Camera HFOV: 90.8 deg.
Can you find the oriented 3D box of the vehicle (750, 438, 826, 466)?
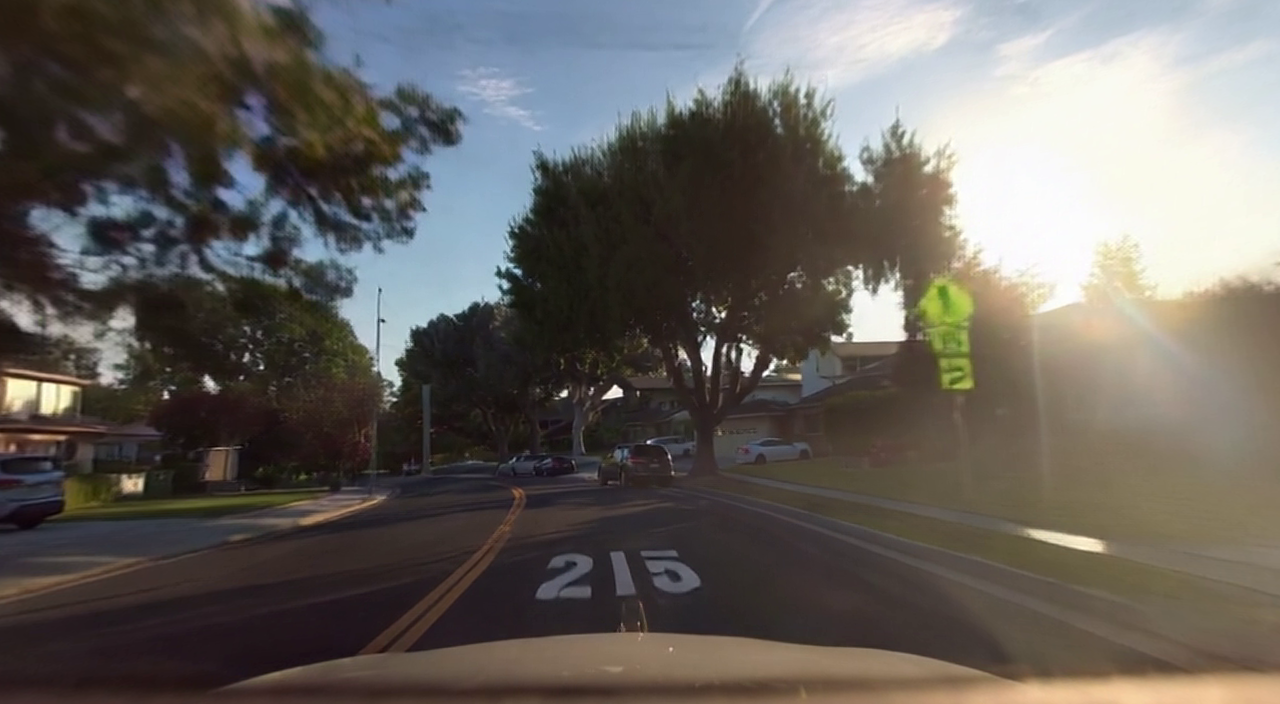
[{"bbox_3d":[8.500,5.691,36.084,4.253,1.458,1.900,6,-11,-37],"label":"vehicle"}]

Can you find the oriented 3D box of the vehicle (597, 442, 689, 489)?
[{"bbox_3d":[-0.059,4.091,23.201,2.181,1.494,5.023,1,-9,-14],"label":"vehicle"}]

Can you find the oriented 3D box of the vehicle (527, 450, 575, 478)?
[{"bbox_3d":[-5.898,7.318,41.439,1.965,1.663,4.744,3,-9,-22],"label":"vehicle"}]

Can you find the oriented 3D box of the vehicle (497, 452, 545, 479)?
[{"bbox_3d":[-9.170,8.601,48.223,2.180,1.849,5.423,4,-9,-26],"label":"vehicle"}]

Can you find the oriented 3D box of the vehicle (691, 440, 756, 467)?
[{"bbox_3d":[5.332,6.398,40.142,4.157,1.431,1.753,4,-8,-41],"label":"vehicle"}]

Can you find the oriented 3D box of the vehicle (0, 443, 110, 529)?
[{"bbox_3d":[-13.736,2.610,12.337,4.664,1.580,1.973,2,-9,-18],"label":"vehicle"}]
